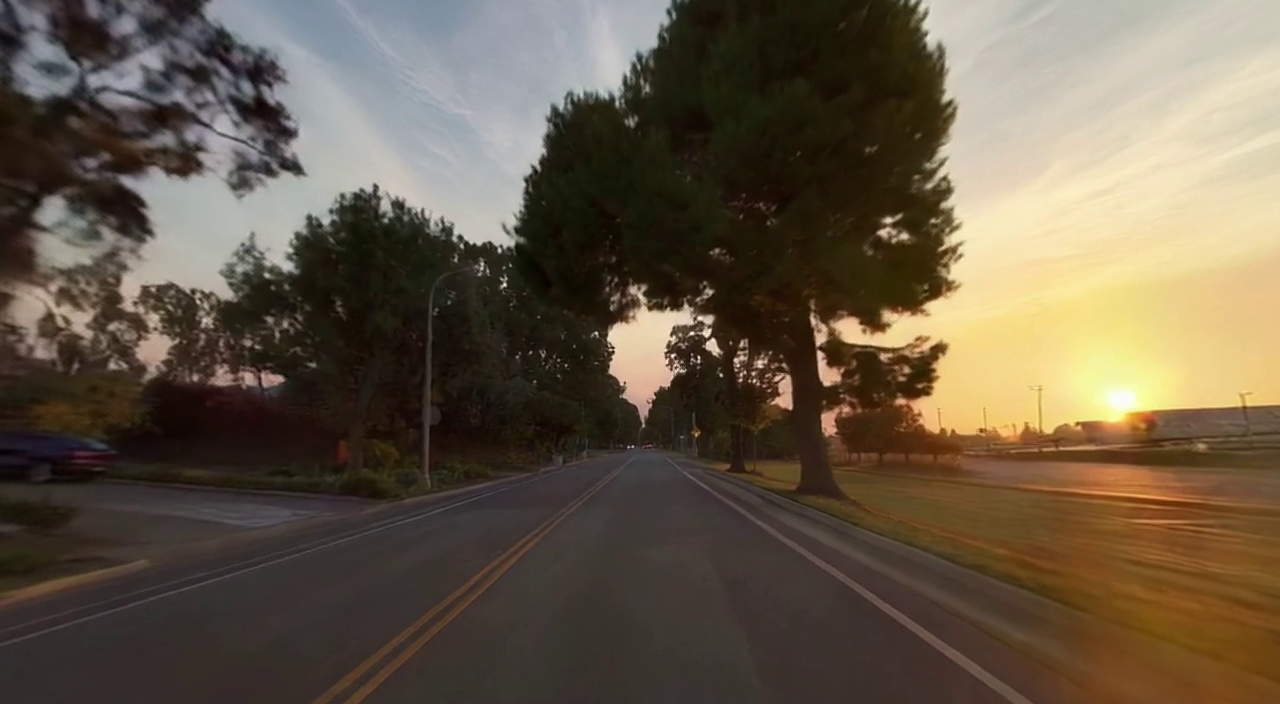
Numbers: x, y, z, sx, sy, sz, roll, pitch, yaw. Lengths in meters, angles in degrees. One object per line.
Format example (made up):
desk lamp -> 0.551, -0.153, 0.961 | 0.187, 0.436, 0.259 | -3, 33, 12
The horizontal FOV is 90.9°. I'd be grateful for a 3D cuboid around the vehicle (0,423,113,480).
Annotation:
vehicle -> -19.449, 2.951, 18.911 | 5.008, 1.619, 2.102 | 3, -9, -15
